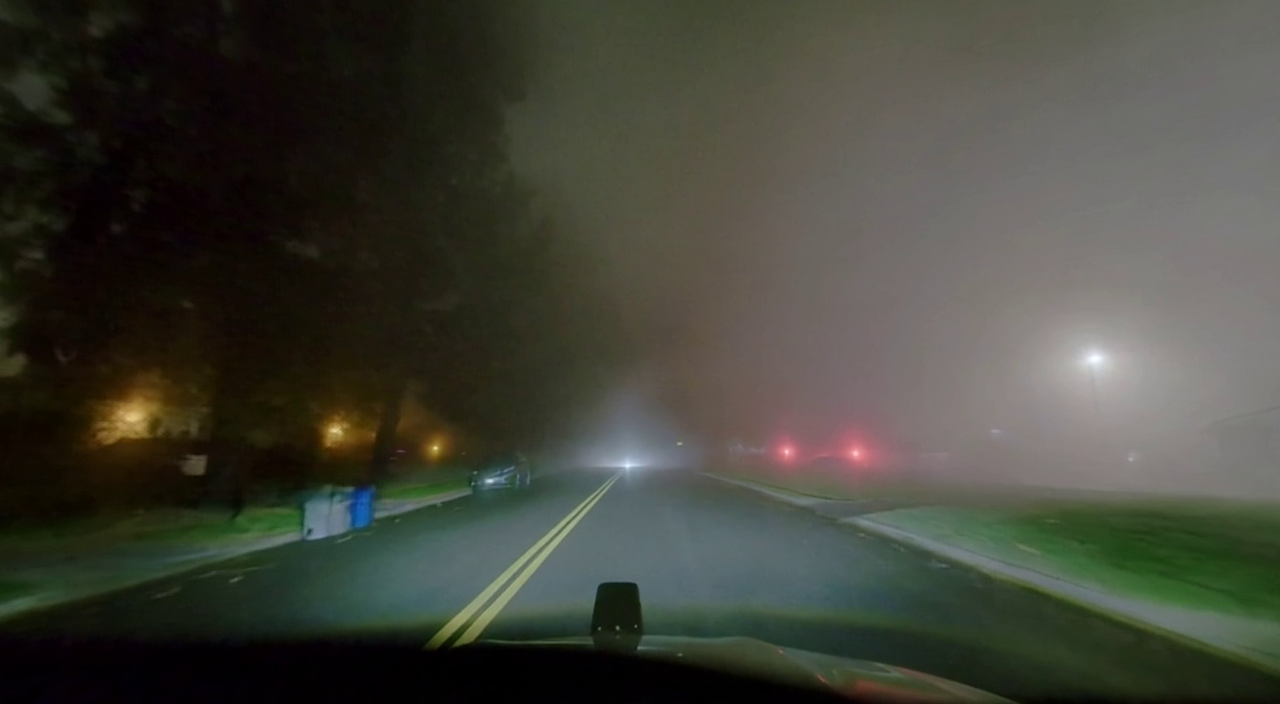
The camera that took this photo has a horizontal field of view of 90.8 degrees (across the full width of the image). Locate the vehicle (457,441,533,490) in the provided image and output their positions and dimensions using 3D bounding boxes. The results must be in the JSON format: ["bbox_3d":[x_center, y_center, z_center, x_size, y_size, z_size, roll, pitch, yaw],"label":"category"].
[{"bbox_3d":[-5.786,4.734,25.828,1.924,1.765,4.542,-2,-12,1],"label":"vehicle"}]

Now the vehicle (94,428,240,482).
[{"bbox_3d":[-14.744,3.177,19.618,4.668,1.491,1.941,-6,-10,31],"label":"vehicle"}]

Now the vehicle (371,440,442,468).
[{"bbox_3d":[-17.366,7.577,46.870,4.918,1.918,2.002,-6,-10,25],"label":"vehicle"}]

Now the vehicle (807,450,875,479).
[{"bbox_3d":[14.681,8.168,46.136,4.231,1.493,1.941,3,-6,33],"label":"vehicle"}]

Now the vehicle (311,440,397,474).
[{"bbox_3d":[-16.977,6.224,37.371,4.742,1.495,1.963,-10,-11,23],"label":"vehicle"}]
